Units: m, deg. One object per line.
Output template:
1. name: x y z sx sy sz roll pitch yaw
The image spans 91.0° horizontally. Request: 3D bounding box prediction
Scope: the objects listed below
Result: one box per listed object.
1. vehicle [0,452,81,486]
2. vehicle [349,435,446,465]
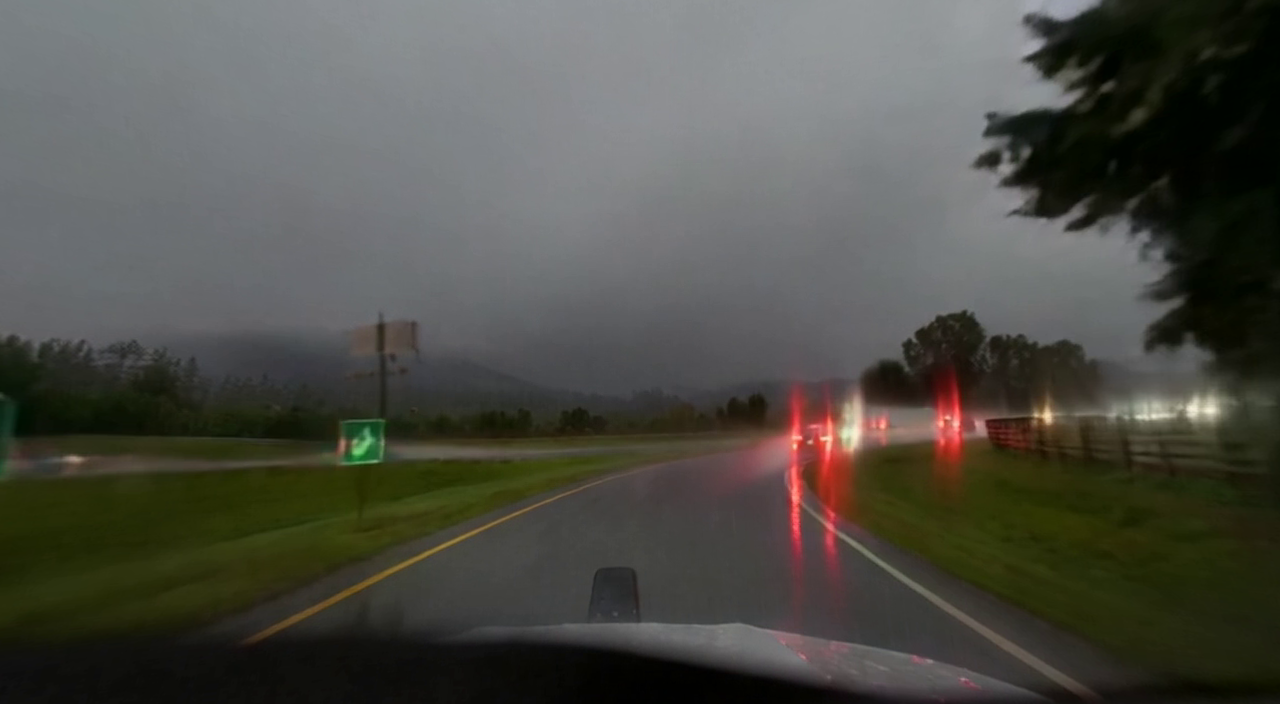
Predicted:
1. vehicle: -30.321 5.628 30.216 4.819 1.496 1.923 4 -9 -30
2. vehicle: -13.827 5.543 35.927 4.843 1.579 2.135 4 -9 -30
